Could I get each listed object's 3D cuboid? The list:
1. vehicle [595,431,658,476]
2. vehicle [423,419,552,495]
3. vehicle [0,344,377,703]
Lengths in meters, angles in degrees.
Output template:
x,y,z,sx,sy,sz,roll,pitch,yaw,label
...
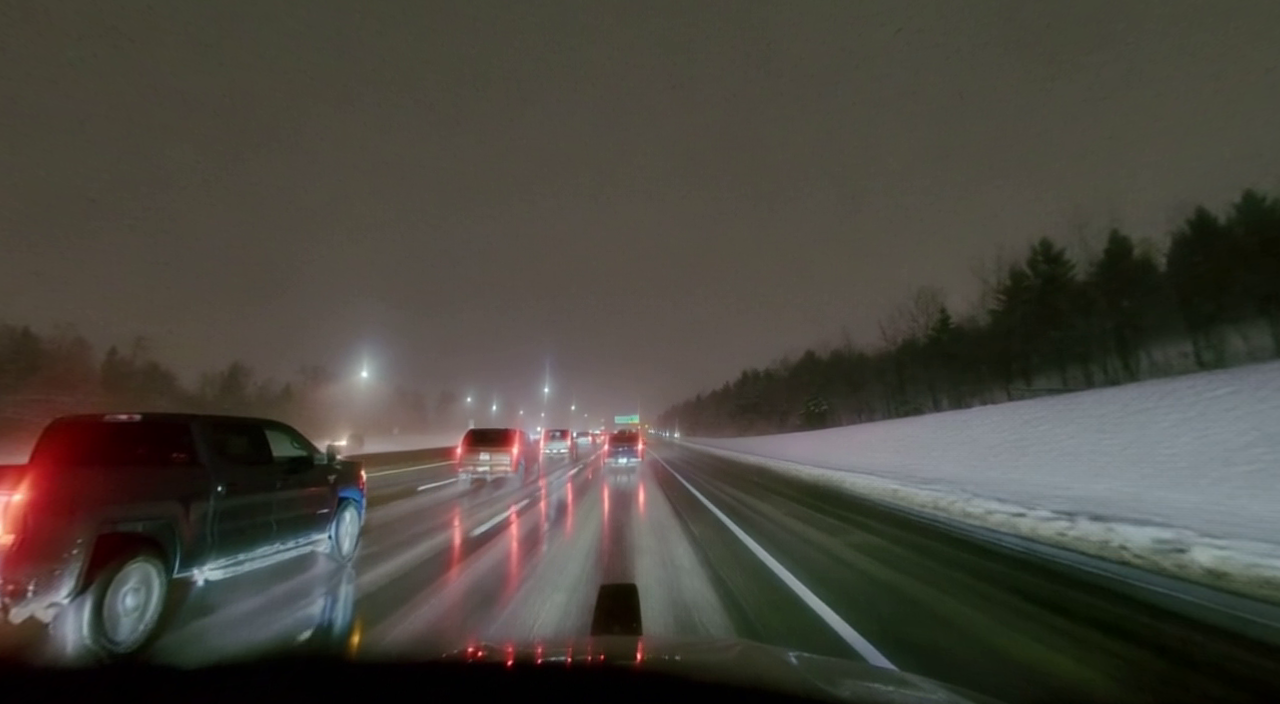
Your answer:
x,y,z,sx,sy,sz,roll,pitch,yaw,label
-0.466,3.630,22.770,2.070,1.452,3.834,0,-8,0,vehicle
-3.779,2.692,16.563,2.154,1.690,4.595,0,-8,1,vehicle
-3.857,1.052,4.437,2.107,1.703,4.274,0,-8,0,vehicle
